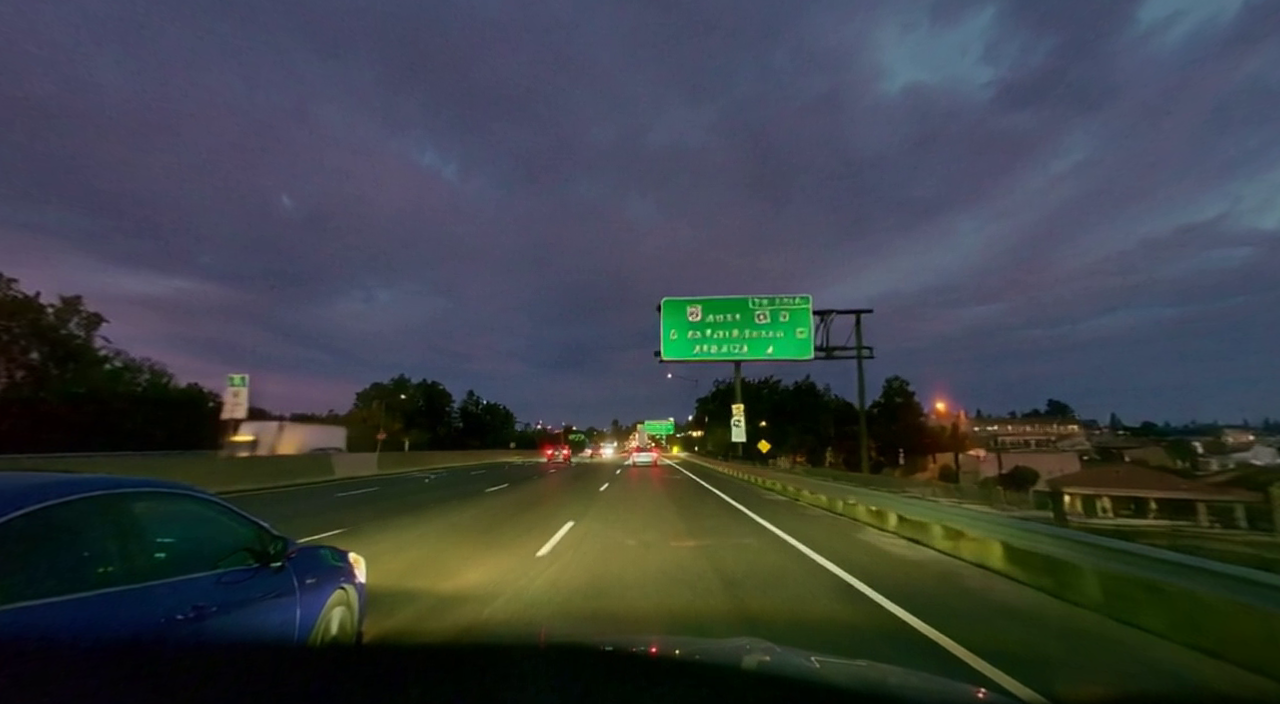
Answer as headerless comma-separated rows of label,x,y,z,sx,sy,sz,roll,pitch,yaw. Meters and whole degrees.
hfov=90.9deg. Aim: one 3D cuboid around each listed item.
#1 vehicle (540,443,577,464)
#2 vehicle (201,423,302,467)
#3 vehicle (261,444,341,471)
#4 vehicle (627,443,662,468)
vehicle,-6.009,7.545,47.145,2.075,1.528,4.327,0,-8,2
vehicle,-23.118,5.579,37.905,2.281,2.427,5.640,0,-8,2
vehicle,-19.847,6.185,37.183,1.997,1.489,4.592,0,-8,2
vehicle,0.259,6.395,39.037,2.051,1.443,3.770,0,-8,1
